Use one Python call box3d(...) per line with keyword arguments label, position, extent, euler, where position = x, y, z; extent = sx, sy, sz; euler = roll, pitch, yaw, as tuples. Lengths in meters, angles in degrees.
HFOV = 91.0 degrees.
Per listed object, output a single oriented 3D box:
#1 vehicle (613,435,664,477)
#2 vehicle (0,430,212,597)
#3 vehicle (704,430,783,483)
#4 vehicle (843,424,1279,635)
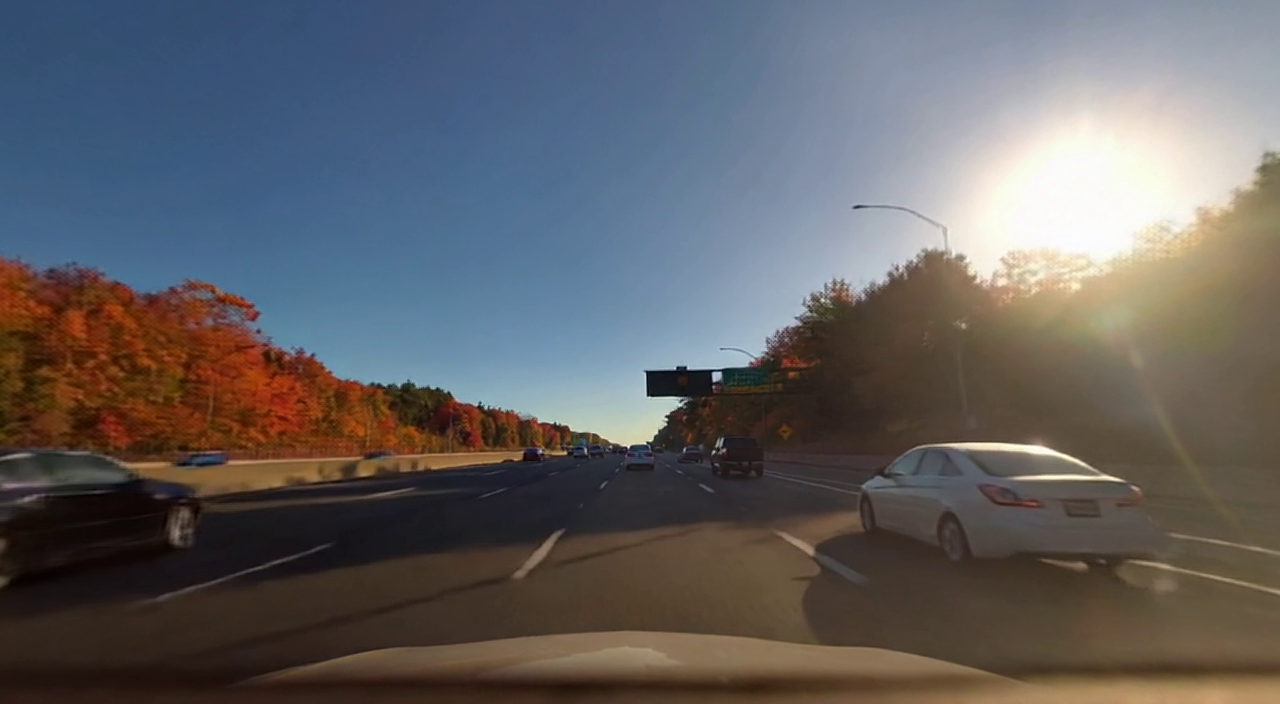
box3d(label="vehicle", position=(-0.060, 5.269, 32.064), extent=(2.372, 1.957, 5.121), euler=(0, -9, 1))
box3d(label="vehicle", position=(-6.946, 1.573, 6.320), extent=(2.014, 1.526, 4.577), euler=(0, -9, 1))
box3d(label="vehicle", position=(4.280, 4.483, 27.182), extent=(2.388, 1.998, 5.749), euler=(0, -9, 0))
box3d(label="vehicle", position=(4.087, 1.660, 6.993), extent=(2.057, 1.508, 4.767), euler=(0, -9, 0))
